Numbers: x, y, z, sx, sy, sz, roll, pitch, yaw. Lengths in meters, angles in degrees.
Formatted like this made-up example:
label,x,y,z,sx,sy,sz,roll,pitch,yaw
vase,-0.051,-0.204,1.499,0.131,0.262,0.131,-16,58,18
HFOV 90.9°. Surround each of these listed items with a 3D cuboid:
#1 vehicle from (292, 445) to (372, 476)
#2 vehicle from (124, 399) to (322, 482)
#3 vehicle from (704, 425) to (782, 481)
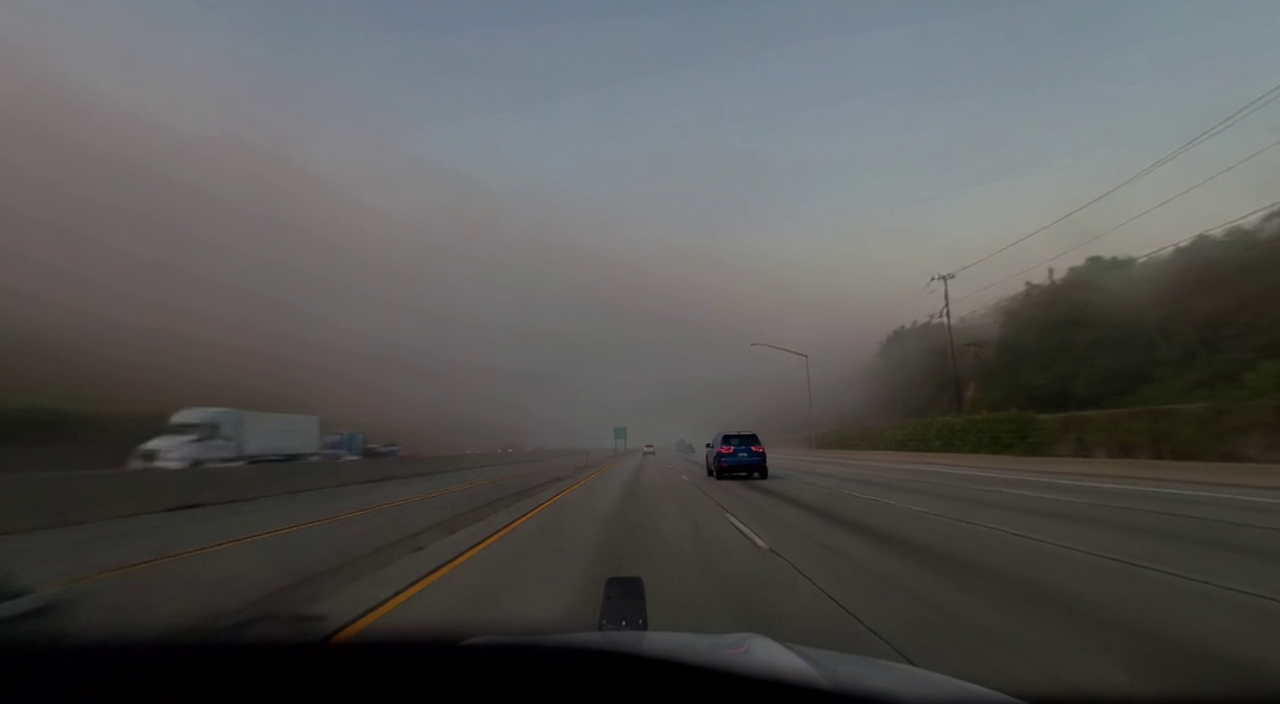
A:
label,x,y,z,sx,sy,sz,roll,pitch,yaw
vehicle,-16.743,5.888,34.573,2.251,1.579,4.262,0,-8,0
vehicle,-20.288,4.491,31.885,3.294,3.481,9.753,0,-8,0
vehicle,3.697,3.722,23.444,2.120,1.832,4.287,0,-8,-1
